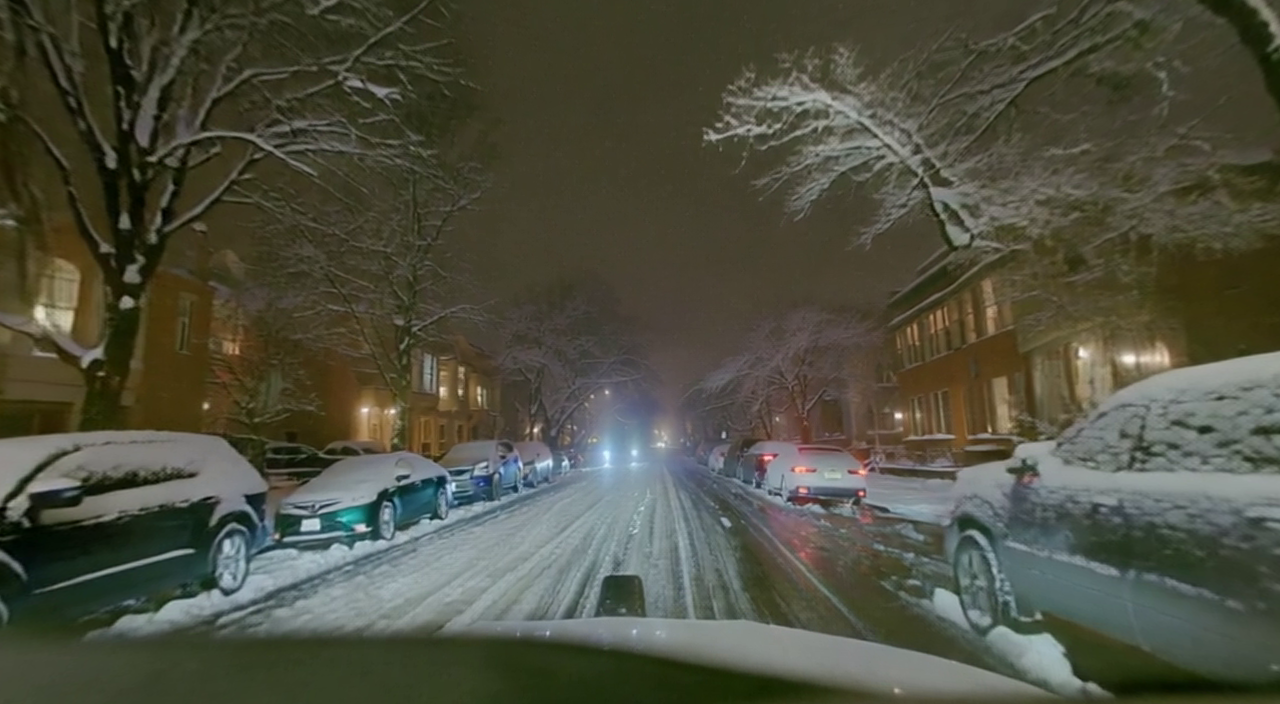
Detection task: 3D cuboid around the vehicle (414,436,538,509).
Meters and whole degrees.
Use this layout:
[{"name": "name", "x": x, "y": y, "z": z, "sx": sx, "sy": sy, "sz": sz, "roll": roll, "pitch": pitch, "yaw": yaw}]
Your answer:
[{"name": "vehicle", "x": -4.527, "y": 3.397, "z": 18.461, "sx": 2.002, "sy": 1.781, "sz": 5.380, "roll": 0, "pitch": -8, "yaw": 2}]

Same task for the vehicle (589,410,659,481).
[{"name": "vehicle", "x": -0.552, "y": 4.311, "z": 29.201, "sx": 2.716, "sy": 2.887, "sz": 6.781, "roll": -1, "pitch": -8, "yaw": 3}]

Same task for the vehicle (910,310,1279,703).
[{"name": "vehicle", "x": 3.541, "y": 0.931, "z": 3.285, "sx": 2.182, "sy": 1.900, "sz": 4.779, "roll": 0, "pitch": -8, "yaw": 1}]

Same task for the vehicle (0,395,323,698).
[{"name": "vehicle", "x": -4.982, "y": 1.373, "z": 5.132, "sx": 2.203, "sy": 1.815, "sz": 4.972, "roll": 0, "pitch": -8, "yaw": 0}]

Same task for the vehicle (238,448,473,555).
[{"name": "vehicle", "x": -4.674, "y": 2.477, "z": 11.377, "sx": 1.861, "sy": 1.474, "sz": 4.749, "roll": 0, "pitch": -8, "yaw": 3}]

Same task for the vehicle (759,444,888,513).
[{"name": "vehicle", "x": 4.358, "y": 3.044, "z": 15.783, "sx": 1.813, "sy": 1.468, "sz": 4.267, "roll": 0, "pitch": -8, "yaw": -2}]
